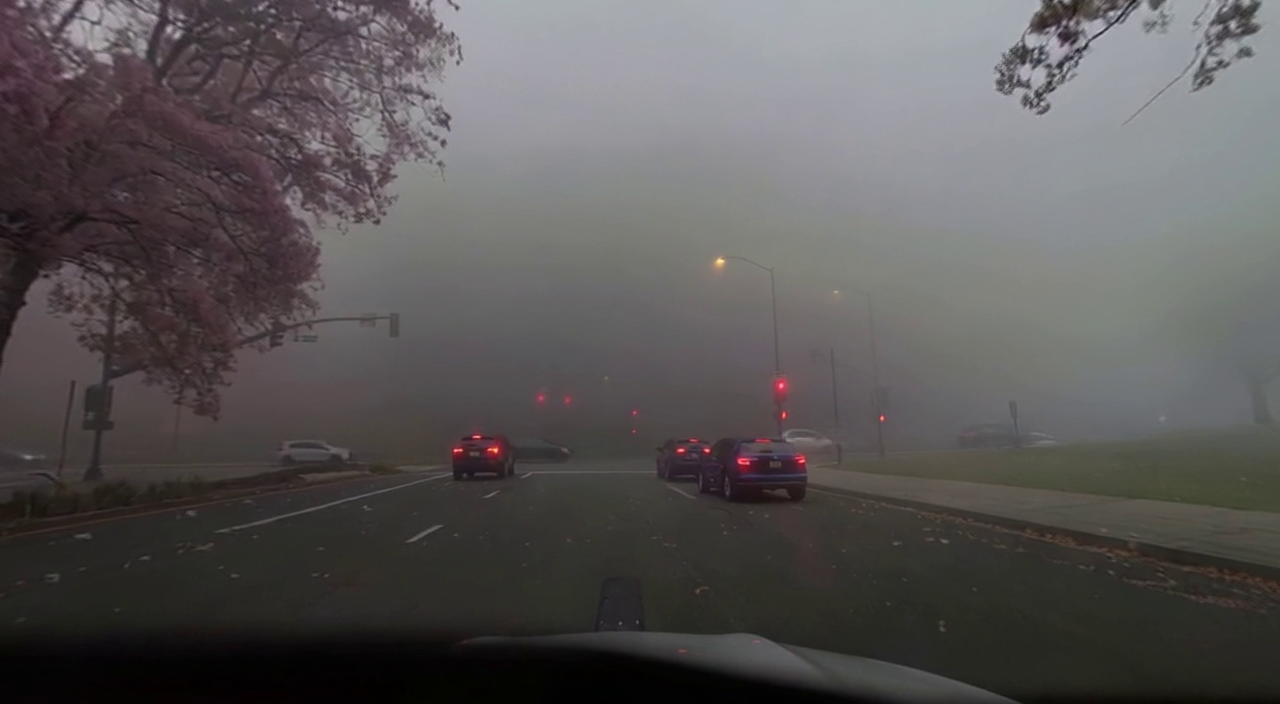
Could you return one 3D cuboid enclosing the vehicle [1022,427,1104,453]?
[{"bbox_3d":[27.352,5.712,40.904,4.089,1.588,1.808,0,-9,-5],"label":"vehicle"}]

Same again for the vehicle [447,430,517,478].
[{"bbox_3d":[-6.202,4.051,25.271,1.995,1.703,4.367,0,-9,-5],"label":"vehicle"}]

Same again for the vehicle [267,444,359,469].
[{"bbox_3d":[-20.050,6.391,38.908,4.526,1.452,1.920,1,-8,-5],"label":"vehicle"}]

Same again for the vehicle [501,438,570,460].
[{"bbox_3d":[-7.171,6.697,43.573,4.549,1.439,1.794,0,-9,-5],"label":"vehicle"}]

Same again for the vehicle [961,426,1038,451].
[{"bbox_3d":[26.491,6.377,46.628,4.567,1.810,1.880,1,-9,-6],"label":"vehicle"}]

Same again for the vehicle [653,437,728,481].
[{"bbox_3d":[1.741,3.883,23.212,2.007,1.466,4.291,1,-9,-6],"label":"vehicle"}]

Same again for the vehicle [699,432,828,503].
[{"bbox_3d":[2.904,2.839,15.972,2.019,1.518,4.285,1,-9,-5],"label":"vehicle"}]
